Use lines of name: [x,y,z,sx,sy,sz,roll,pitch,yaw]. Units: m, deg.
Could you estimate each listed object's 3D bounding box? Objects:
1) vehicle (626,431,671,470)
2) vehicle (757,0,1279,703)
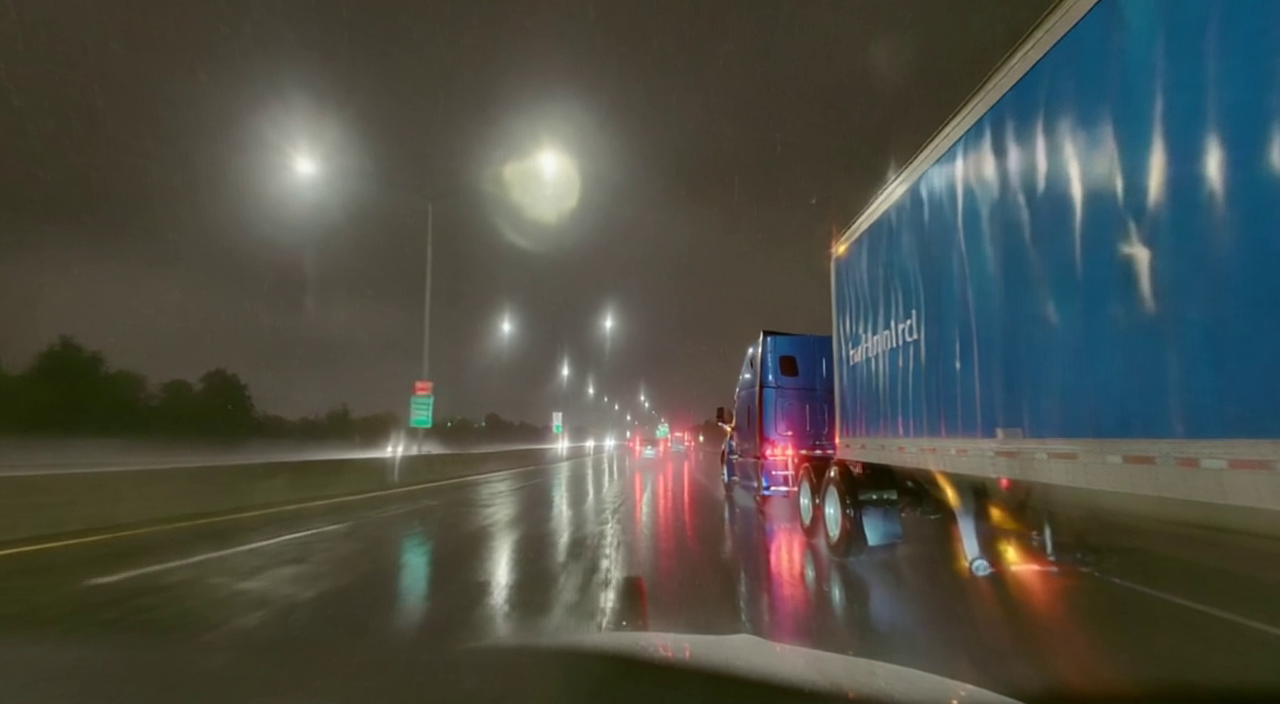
vehicle: [0.405,5.156,33.051,2.205,1.860,4.301,0,-8,0]
vehicle: [4.029,0.149,5.728,3.019,4.145,16.453,-1,-8,1]
